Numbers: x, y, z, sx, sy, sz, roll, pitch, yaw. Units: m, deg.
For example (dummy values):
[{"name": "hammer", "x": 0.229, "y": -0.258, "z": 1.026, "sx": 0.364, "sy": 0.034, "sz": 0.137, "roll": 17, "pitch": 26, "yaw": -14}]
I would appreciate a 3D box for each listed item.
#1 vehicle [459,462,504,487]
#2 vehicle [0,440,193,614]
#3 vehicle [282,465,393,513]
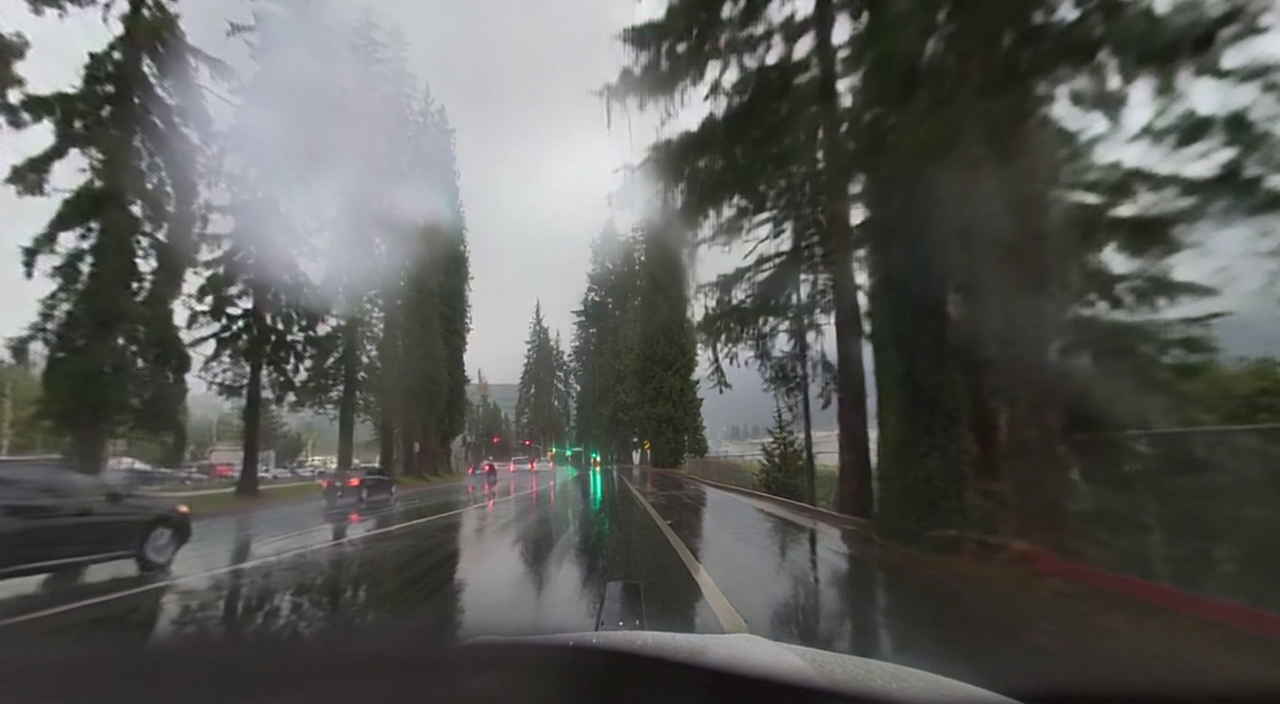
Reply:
[{"name": "vehicle", "x": -10.755, "y": 8.327, "z": 43.171, "sx": 1.886, "sy": 1.535, "sz": 4.742, "roll": 0, "pitch": -9, "yaw": 0}, {"name": "vehicle", "x": -7.589, "y": 1.803, "z": 6.585, "sx": 2.210, "sy": 1.737, "sz": 4.649, "roll": -1, "pitch": -9, "yaw": 4}, {"name": "vehicle", "x": -11.206, "y": 5.072, "z": 23.796, "sx": 1.781, "sy": 1.476, "sz": 4.513, "roll": -1, "pitch": -9, "yaw": 3}]
